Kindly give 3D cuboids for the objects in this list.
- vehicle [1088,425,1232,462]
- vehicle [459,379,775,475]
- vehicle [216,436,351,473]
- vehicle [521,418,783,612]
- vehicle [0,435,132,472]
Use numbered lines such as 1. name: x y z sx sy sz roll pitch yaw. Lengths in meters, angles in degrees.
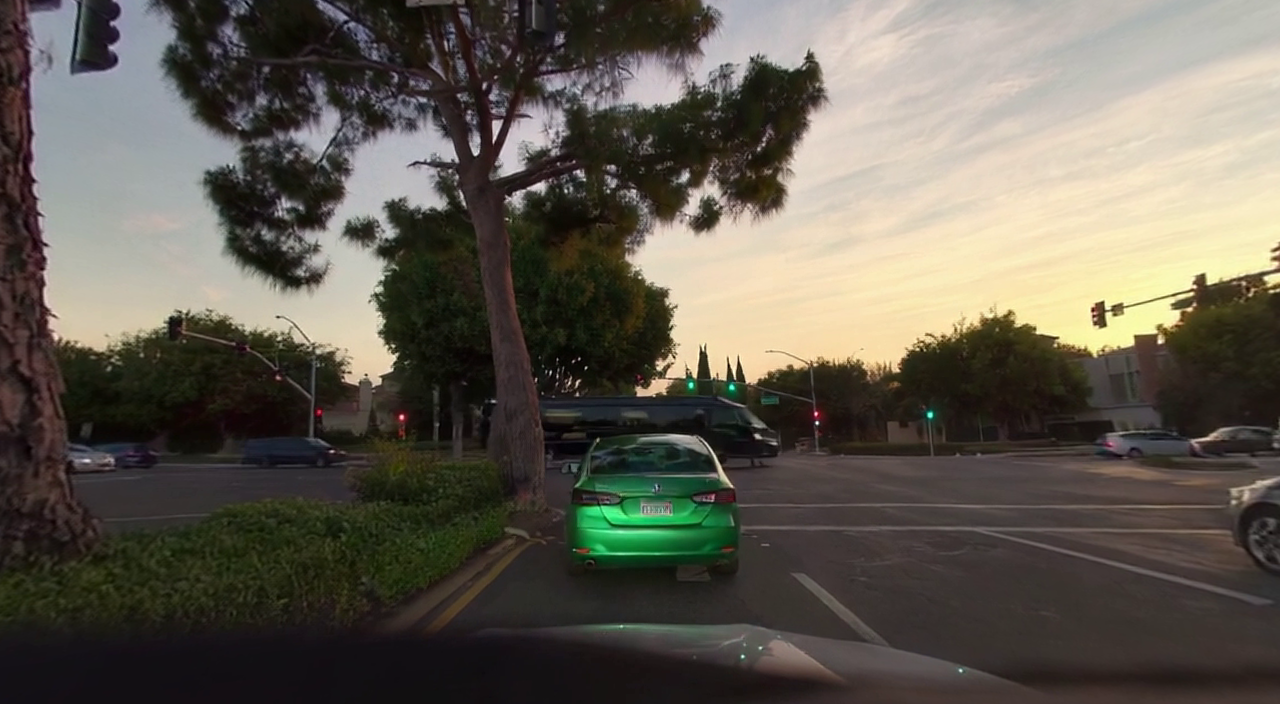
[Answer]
1. vehicle: 21.536 3.827 26.255 4.399 1.445 1.769 0 -9 0
2. vehicle: -0.770 2.729 22.648 10.544 3.126 2.909 0 -8 1
3. vehicle: -14.886 4.282 26.501 4.517 1.471 1.854 0 -8 0
4. vehicle: 0.057 1.553 6.889 2.041 1.485 3.813 0 -8 -1
5. vehicle: -27.250 4.806 29.968 4.450 1.684 1.894 0 -8 0
